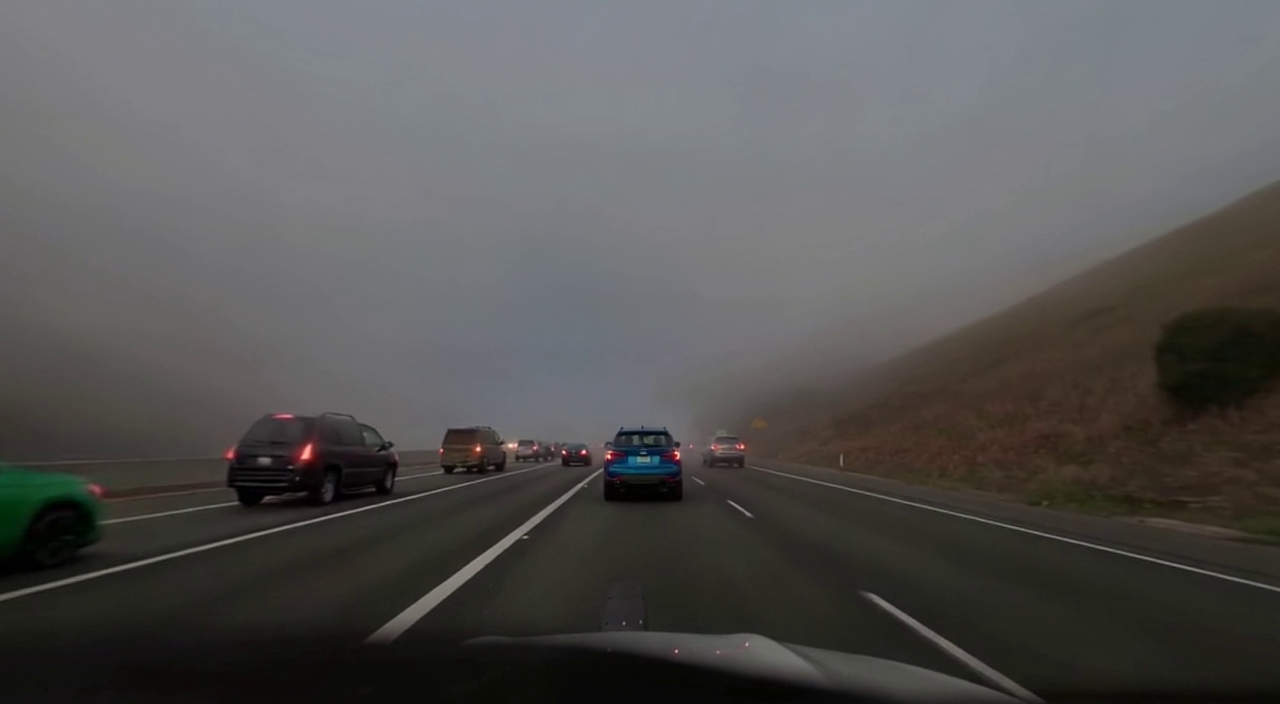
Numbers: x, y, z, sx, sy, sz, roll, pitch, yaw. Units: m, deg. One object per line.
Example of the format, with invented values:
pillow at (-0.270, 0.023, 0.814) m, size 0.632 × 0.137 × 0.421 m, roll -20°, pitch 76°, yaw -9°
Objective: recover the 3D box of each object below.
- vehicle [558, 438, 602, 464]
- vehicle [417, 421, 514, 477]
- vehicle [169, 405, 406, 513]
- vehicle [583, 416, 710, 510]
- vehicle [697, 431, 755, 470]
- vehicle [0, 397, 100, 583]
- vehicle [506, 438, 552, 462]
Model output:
vehicle at (-3.427, 5.781, 36.934) m, size 2.108 × 1.442 × 4.143 m, roll 0°, pitch -9°, yaw 1°
vehicle at (-6.737, 3.854, 25.064) m, size 2.294 × 1.982 × 5.040 m, roll 0°, pitch -9°, yaw 1°
vehicle at (-7.346, 2.320, 14.028) m, size 2.230 × 1.928 × 5.112 m, roll 0°, pitch -9°, yaw 1°
vehicle at (0.133, 2.466, 14.387) m, size 2.447 × 1.804 × 4.273 m, roll 0°, pitch -9°, yaw 0°
vehicle at (4.138, 4.815, 30.961) m, size 2.092 × 1.723 × 4.629 m, roll 0°, pitch -9°, yaw -1°
vehicle at (-6.969, 1.098, 4.609) m, size 2.024 × 1.706 × 4.462 m, roll 0°, pitch -9°, yaw 1°
vehicle at (-6.918, 6.185, 39.870) m, size 1.957 × 1.467 × 4.640 m, roll 0°, pitch -9°, yaw 1°
